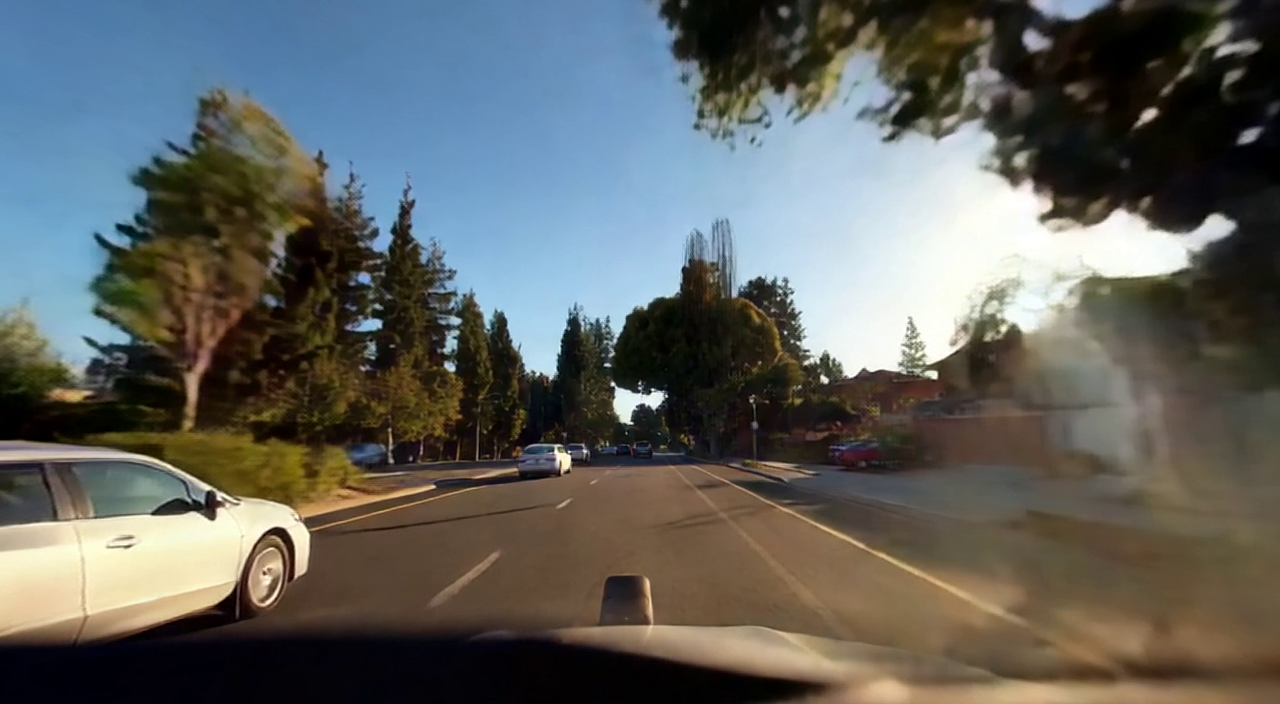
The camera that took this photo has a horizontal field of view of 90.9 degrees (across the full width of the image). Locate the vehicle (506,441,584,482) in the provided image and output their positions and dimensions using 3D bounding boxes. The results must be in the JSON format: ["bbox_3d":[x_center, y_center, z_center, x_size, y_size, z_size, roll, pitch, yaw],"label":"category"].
[{"bbox_3d":[-3.671,4.345,25.335,2.188,1.473,4.651,-1,-9,3],"label":"vehicle"}]

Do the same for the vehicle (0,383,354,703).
[{"bbox_3d":[-4.132,1.085,4.018,2.190,1.545,4.943,0,-9,1],"label":"vehicle"}]
